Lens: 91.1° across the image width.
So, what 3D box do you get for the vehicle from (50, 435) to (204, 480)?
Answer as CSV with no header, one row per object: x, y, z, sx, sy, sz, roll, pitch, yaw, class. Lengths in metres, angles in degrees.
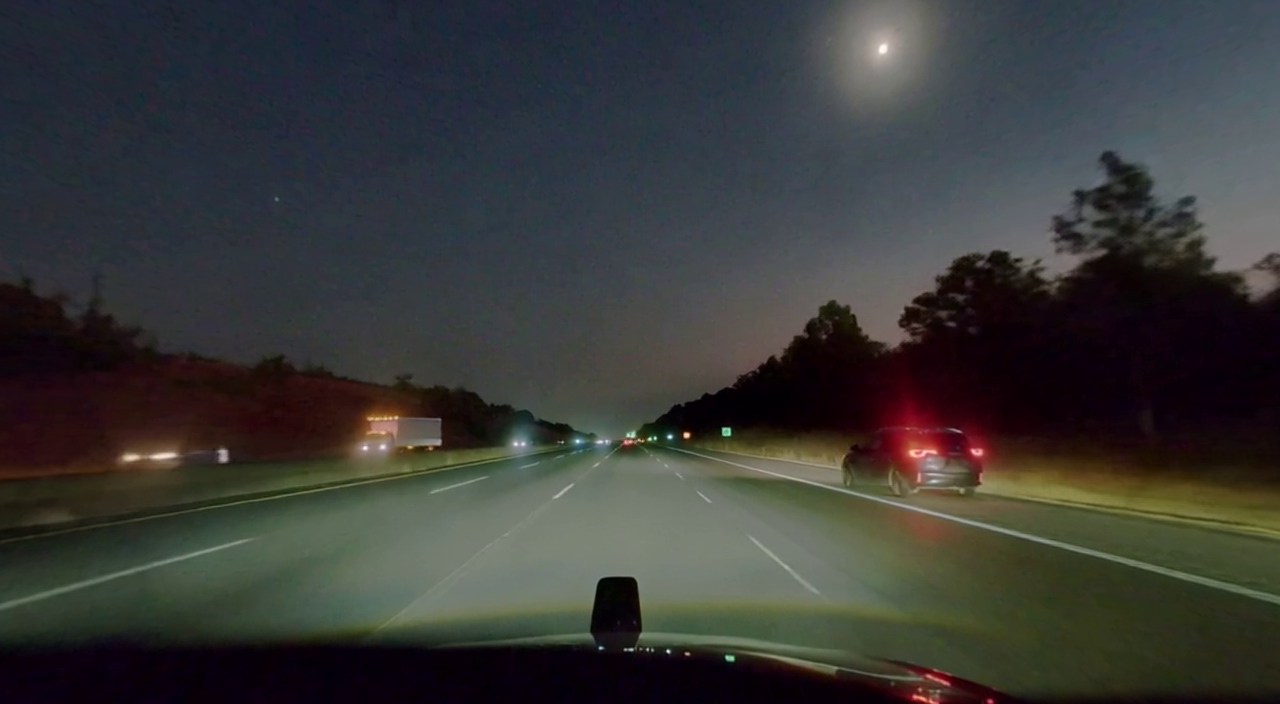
-19.499,3.992,24.256,2.031,1.517,4.707,0,-8,-1,vehicle
